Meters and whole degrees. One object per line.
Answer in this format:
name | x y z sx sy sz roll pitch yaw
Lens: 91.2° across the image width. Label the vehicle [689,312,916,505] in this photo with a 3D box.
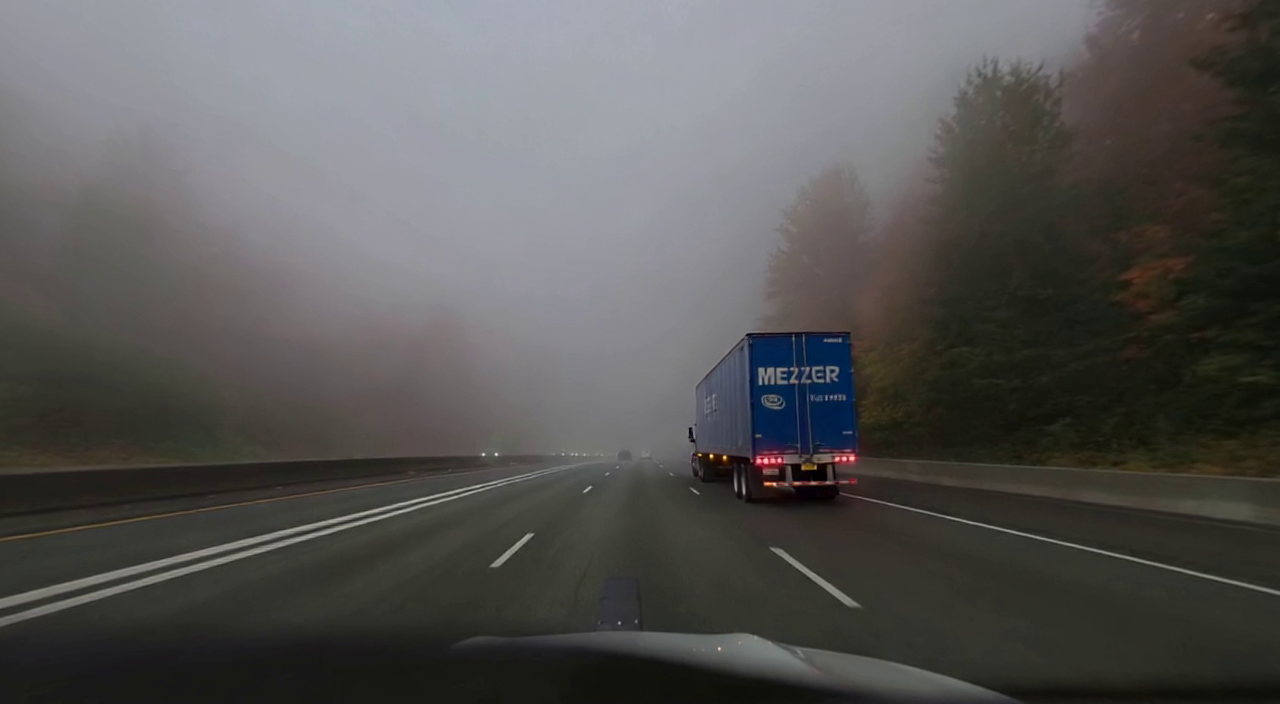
vehicle | 3.899 2.385 20.990 3.003 3.880 16.814 0 -9 0
